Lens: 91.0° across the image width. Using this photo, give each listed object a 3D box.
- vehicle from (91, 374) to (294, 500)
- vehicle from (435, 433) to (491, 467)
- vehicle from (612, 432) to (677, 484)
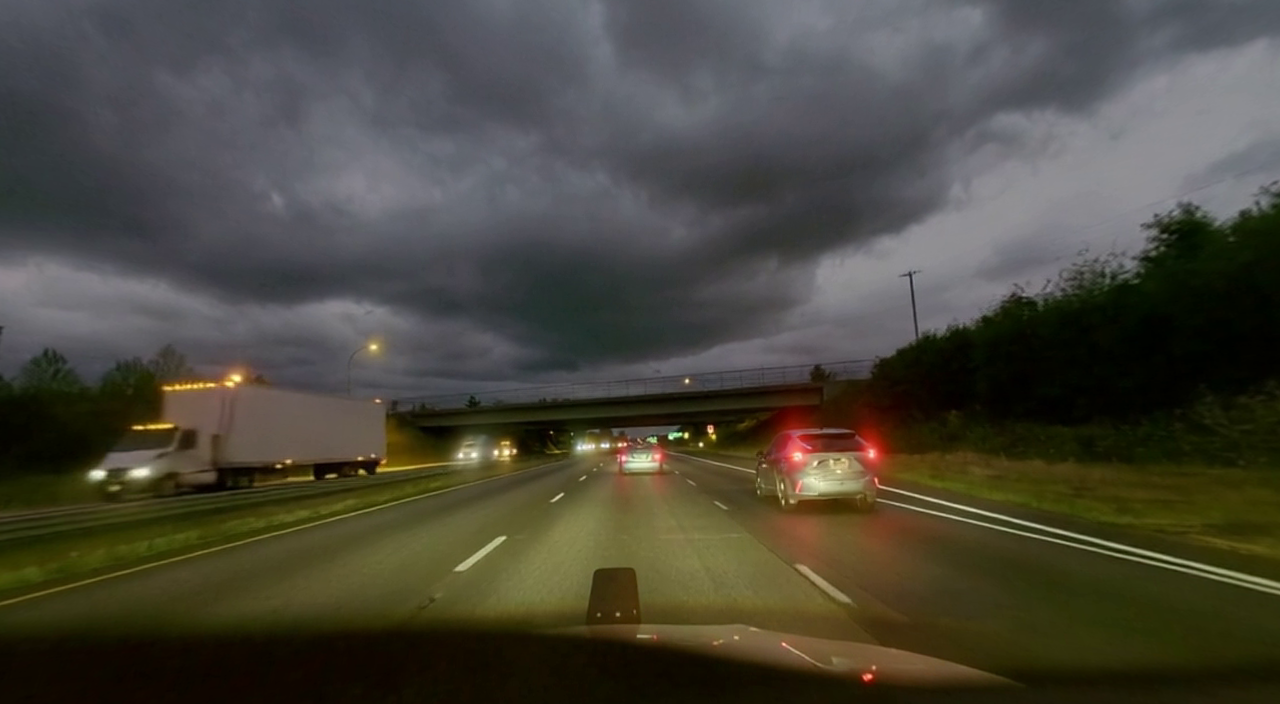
[{"bbox_3d":[-15.847,3.102,22.982,3.032,3.983,5.800,0,-8,-1],"label":"vehicle"},{"bbox_3d":[-12.211,6.789,43.752,2.418,2.195,4.922,-1,-8,0],"label":"vehicle"},{"bbox_3d":[0.085,3.693,22.327,2.092,1.636,4.024,0,-8,-2],"label":"vehicle"}]
